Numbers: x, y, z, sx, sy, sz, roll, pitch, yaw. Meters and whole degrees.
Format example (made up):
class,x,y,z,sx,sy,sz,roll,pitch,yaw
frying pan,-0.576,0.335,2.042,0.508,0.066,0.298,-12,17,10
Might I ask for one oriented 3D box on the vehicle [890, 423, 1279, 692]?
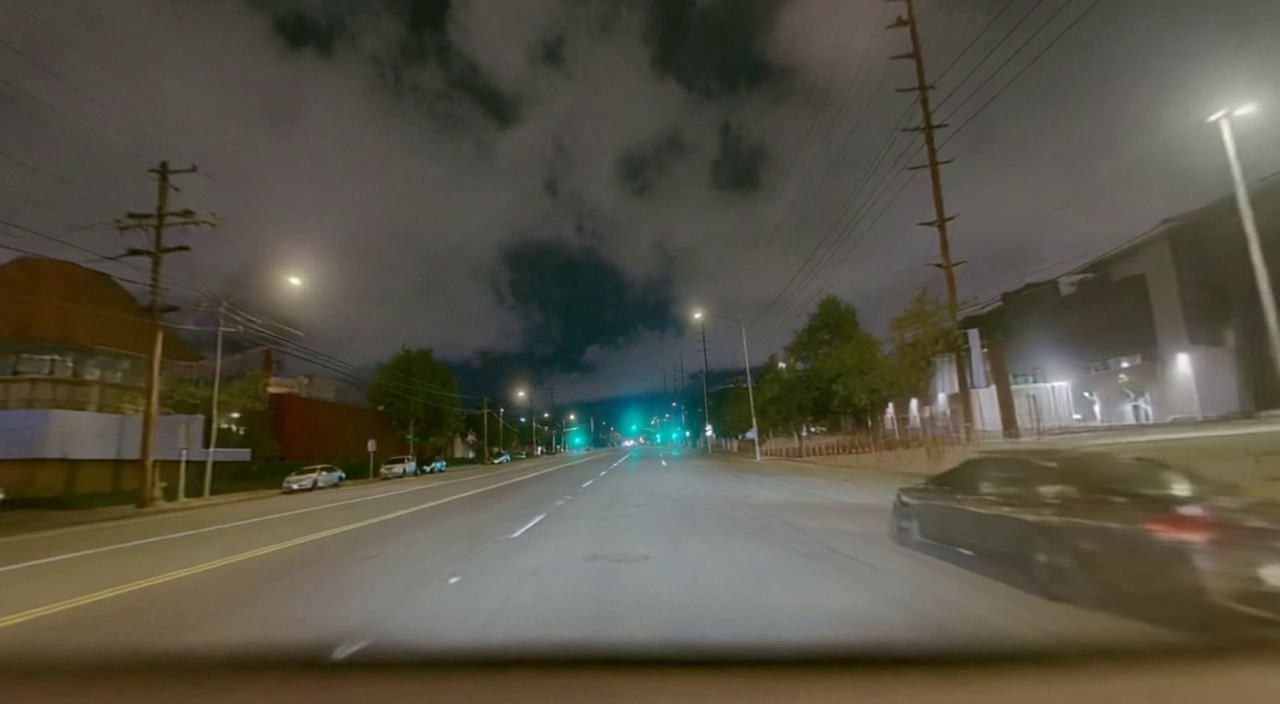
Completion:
class,x,y,z,sx,sy,sz,roll,pitch,yaw
vehicle,4.190,1.439,5.727,2.002,1.459,4.357,-1,-8,-1

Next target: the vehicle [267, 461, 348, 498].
class,x,y,z,sx,sy,sz,roll,pitch,yaw
vehicle,-17.682,6.762,33.885,1.931,1.501,4.564,-6,-9,-1

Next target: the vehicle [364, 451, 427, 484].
class,x,y,z,sx,sy,sz,roll,pitch,yaw
vehicle,-17.674,8.305,46.085,2.228,1.969,5.694,-7,-9,0
